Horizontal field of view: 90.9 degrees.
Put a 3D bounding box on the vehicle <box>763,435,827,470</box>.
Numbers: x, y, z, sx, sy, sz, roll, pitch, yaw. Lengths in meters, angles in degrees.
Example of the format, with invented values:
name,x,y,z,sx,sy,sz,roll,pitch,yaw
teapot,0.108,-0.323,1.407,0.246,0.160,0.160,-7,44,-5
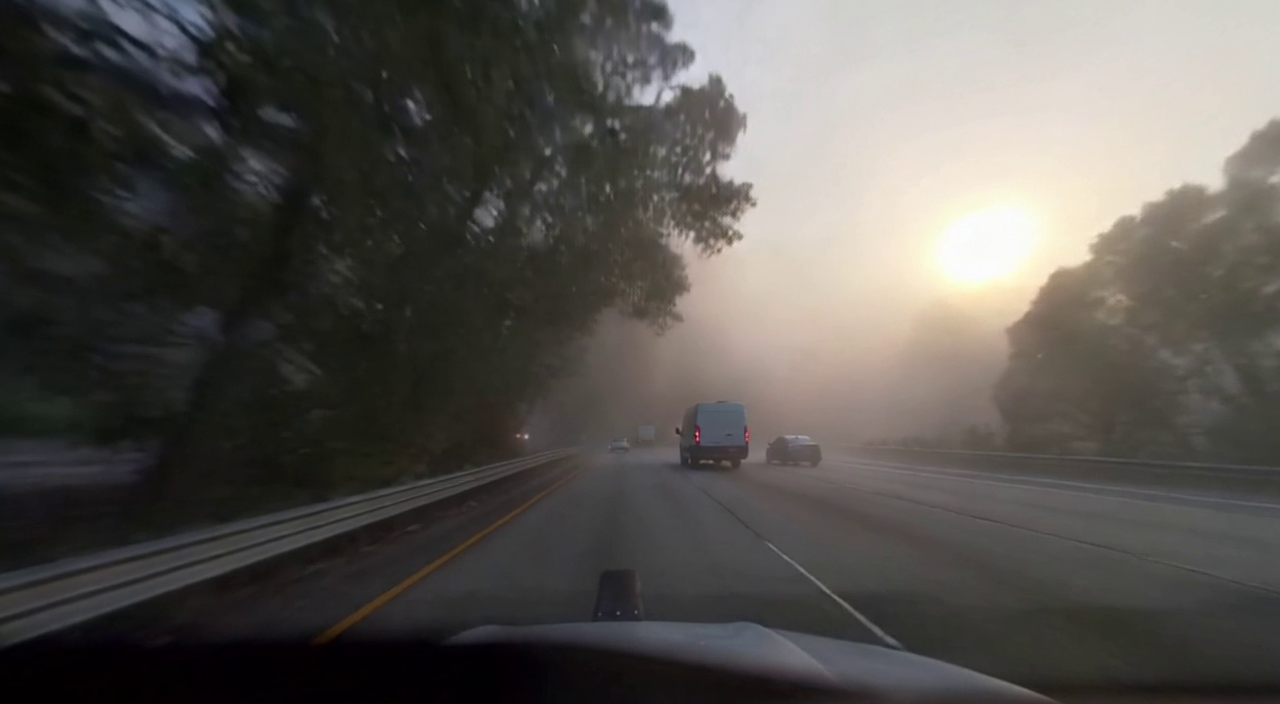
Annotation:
name,x,y,z,sx,sy,sz,roll,pitch,yaw
vehicle,6.889,4.474,28.388,1.821,1.468,3.805,0,-8,-2

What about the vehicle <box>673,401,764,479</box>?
name,x,y,z,sx,sy,sz,roll,pitch,yaw
vehicle,2.711,3.231,23.384,2.436,2.521,5.409,0,-8,-2
